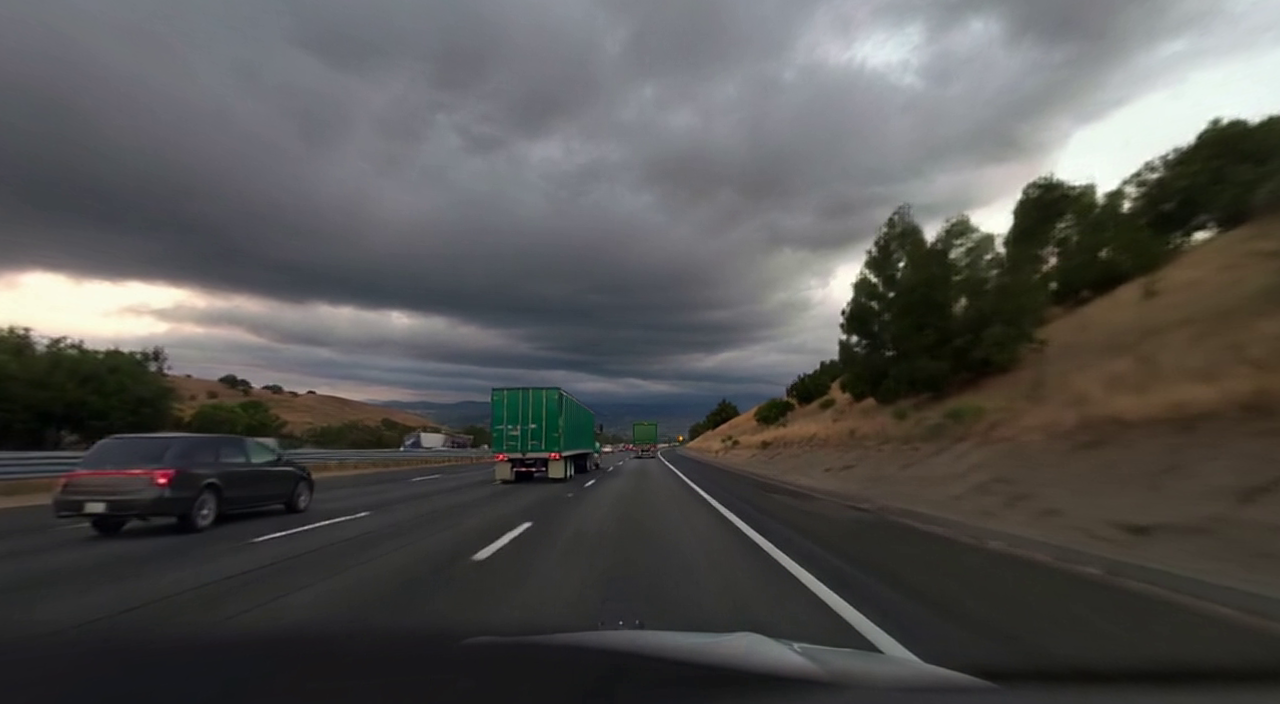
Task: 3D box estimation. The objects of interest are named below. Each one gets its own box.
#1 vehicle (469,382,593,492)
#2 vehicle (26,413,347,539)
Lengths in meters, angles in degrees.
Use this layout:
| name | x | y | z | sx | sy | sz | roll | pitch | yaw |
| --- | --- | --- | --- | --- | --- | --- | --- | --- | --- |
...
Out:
| name | x | y | z | sx | sy | sz | roll | pitch | yaw |
| --- | --- | --- | --- | --- | --- | --- | --- | --- | --- |
| vehicle | -3.689 | 3.368 | 24.502 | 2.789 | 3.271 | 10.894 | 0 | -9 | 1 |
| vehicle | -7.466 | 2.096 | 11.224 | 2.125 | 1.725 | 4.715 | 0 | -9 | 1 |
